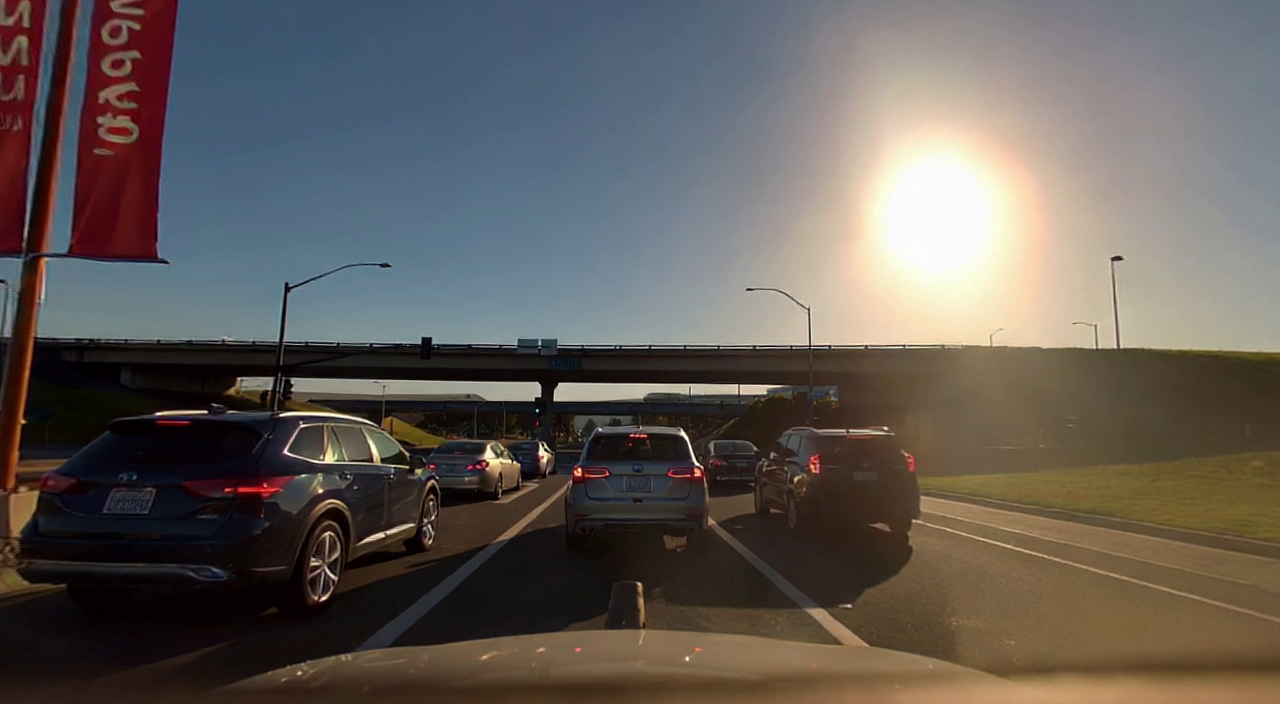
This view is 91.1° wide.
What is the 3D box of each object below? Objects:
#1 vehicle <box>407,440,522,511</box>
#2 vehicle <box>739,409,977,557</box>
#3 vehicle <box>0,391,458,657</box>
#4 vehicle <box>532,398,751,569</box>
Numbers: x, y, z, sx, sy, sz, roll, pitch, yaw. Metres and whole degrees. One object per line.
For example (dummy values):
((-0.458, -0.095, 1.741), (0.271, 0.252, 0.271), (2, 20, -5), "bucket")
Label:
((-4.148, 2.947, 15.433), (1.797, 1.505, 3.506), (0, -9, 0), "vehicle")
((3.089, 1.973, 10.198), (2.016, 1.804, 4.681), (0, -9, -2), "vehicle")
((-3.488, 1.431, 6.277), (2.039, 1.709, 4.265), (0, -9, 0), "vehicle")
((-0.074, 1.772, 9.215), (2.409, 1.864, 4.471), (0, -9, -2), "vehicle")
